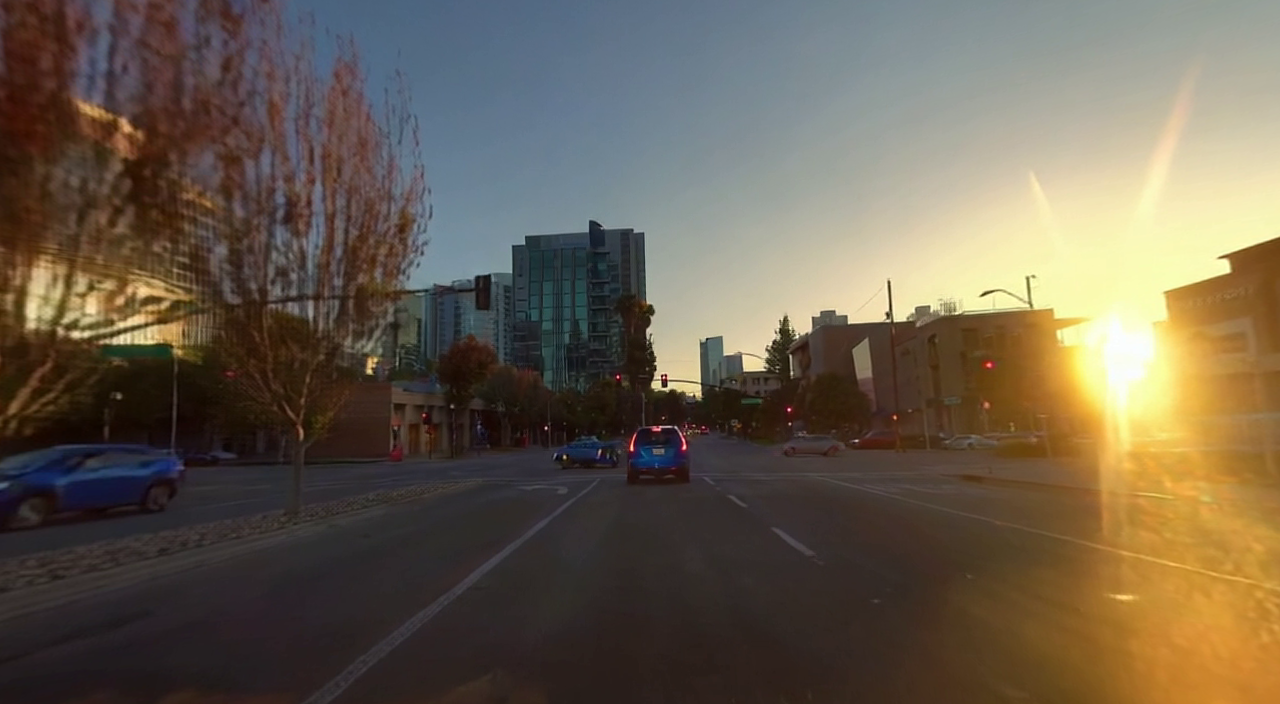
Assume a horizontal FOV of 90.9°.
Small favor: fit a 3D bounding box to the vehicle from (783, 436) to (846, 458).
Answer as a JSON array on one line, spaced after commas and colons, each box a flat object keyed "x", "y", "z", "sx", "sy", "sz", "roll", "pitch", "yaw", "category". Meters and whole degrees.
[{"x": 12.371, "y": 6.764, "z": 44.906, "sx": 3.963, "sy": 1.480, "sz": 1.774, "roll": 0, "pitch": -8, "yaw": 1, "category": "vehicle"}]

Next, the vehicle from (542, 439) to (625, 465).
[{"x": -3.426, "y": 6.102, "z": 38.713, "sx": 4.705, "sy": 1.486, "sz": 2.013, "roll": 5, "pitch": -10, "yaw": -34, "category": "vehicle"}]

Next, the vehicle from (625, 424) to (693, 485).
[{"x": 0.588, "y": 3.327, "z": 20.687, "sx": 1.994, "sy": 1.759, "sz": 4.186, "roll": 0, "pitch": -8, "yaw": 1, "category": "vehicle"}]

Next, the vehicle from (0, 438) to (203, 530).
[{"x": -12.321, "y": 2.768, "z": 13.925, "sx": 1.954, "sy": 1.673, "sz": 4.460, "roll": -1, "pitch": -8, "yaw": 3, "category": "vehicle"}]
